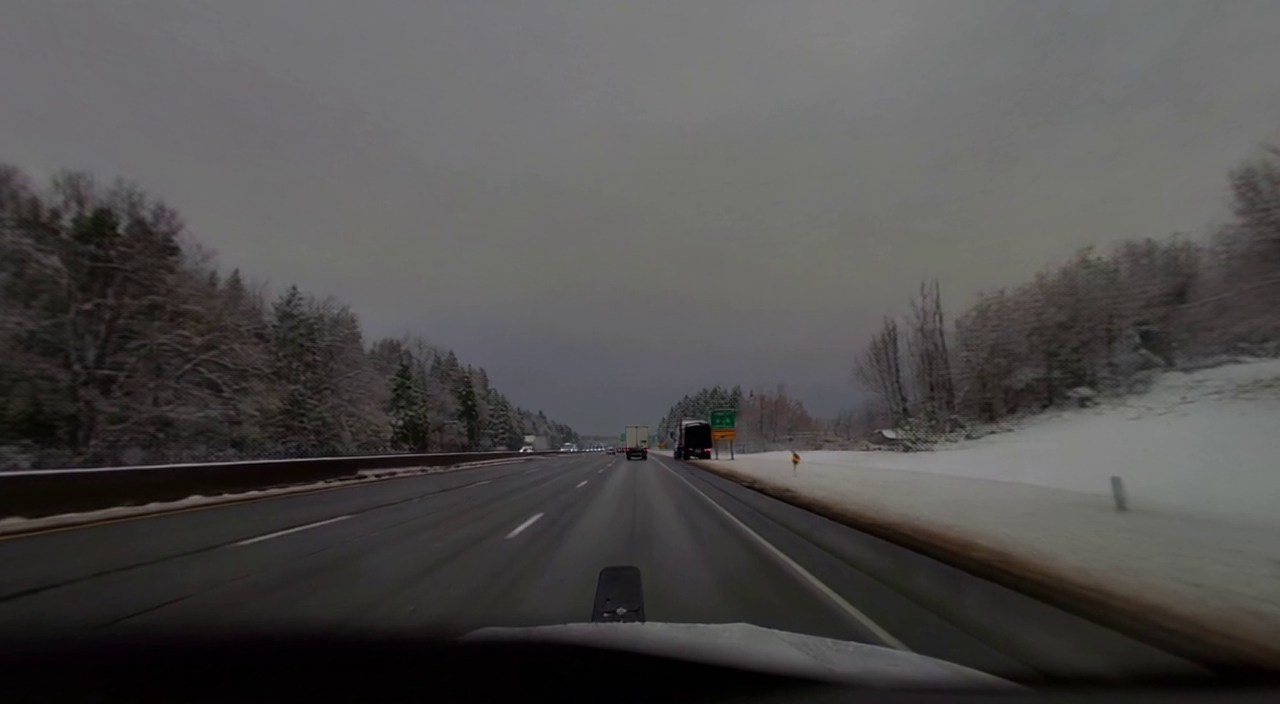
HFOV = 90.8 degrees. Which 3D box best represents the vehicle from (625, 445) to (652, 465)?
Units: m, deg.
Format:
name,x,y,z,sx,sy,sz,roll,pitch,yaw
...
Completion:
name,x,y,z,sx,sy,sz,roll,pitch,yaw
vehicle,-0.130,7.975,48.928,1.972,1.492,3.697,0,-9,0
